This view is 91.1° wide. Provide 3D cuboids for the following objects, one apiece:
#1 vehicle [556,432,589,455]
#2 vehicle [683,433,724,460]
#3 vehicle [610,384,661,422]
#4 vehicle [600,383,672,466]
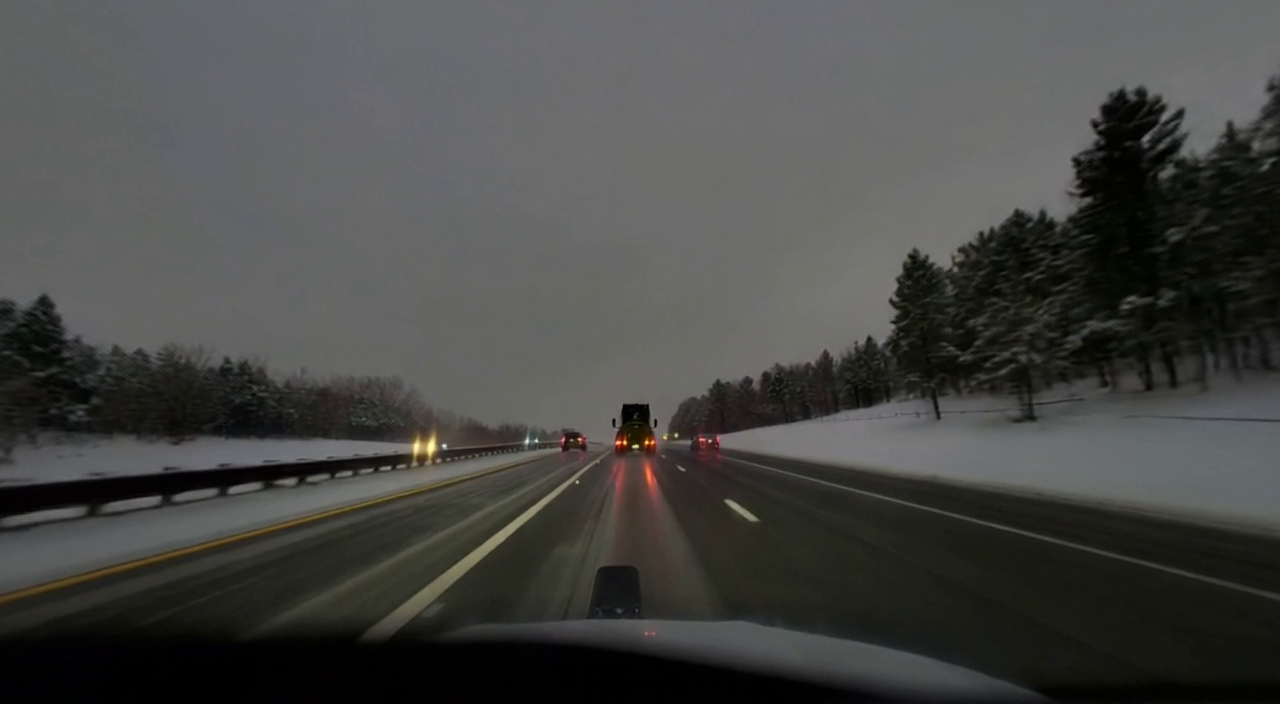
[{"bbox_3d":[-4.969,6.818,46.987,2.104,1.575,4.421,0,-8,-2],"label":"vehicle"},{"bbox_3d":[3.717,5.615,37.699,1.910,1.492,4.324,0,-8,-1],"label":"vehicle"},{"bbox_3d":[-0.196,2.362,28.245,2.112,1.472,4.240,0,-8,0],"label":"vehicle"},{"bbox_3d":[-0.319,3.896,32.718,2.953,3.406,13.372,0,-8,-1],"label":"vehicle"}]
